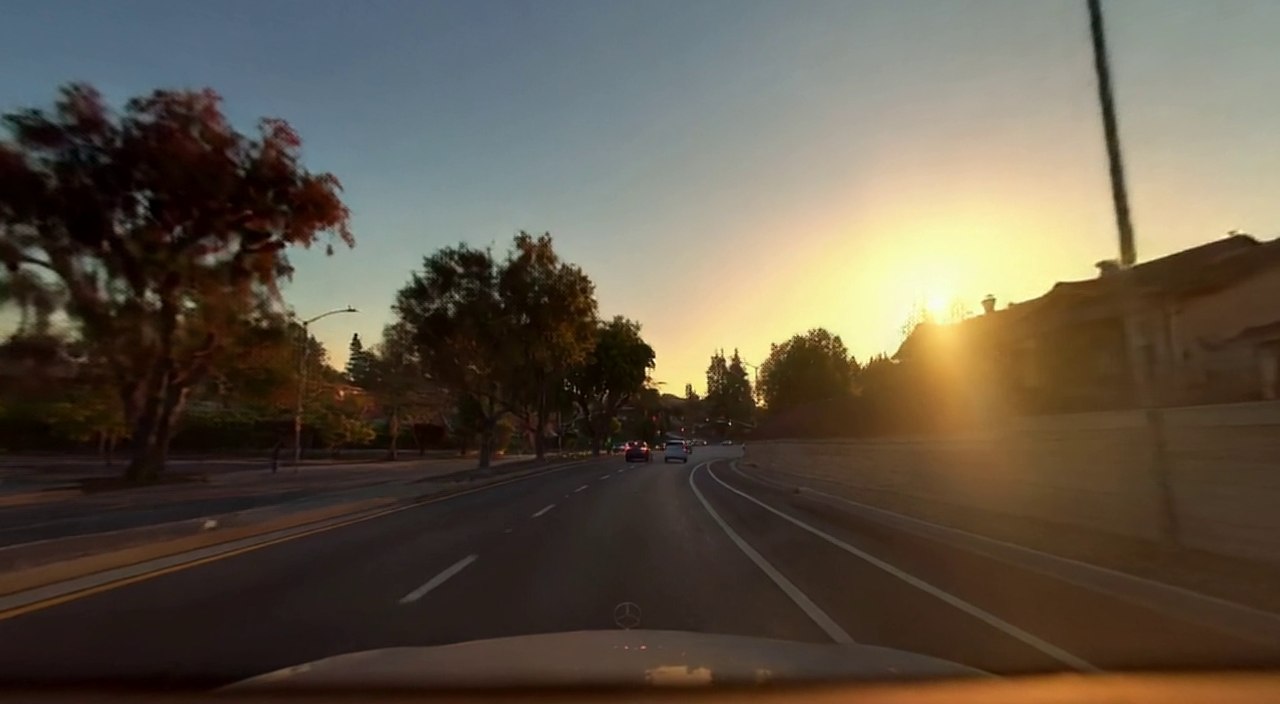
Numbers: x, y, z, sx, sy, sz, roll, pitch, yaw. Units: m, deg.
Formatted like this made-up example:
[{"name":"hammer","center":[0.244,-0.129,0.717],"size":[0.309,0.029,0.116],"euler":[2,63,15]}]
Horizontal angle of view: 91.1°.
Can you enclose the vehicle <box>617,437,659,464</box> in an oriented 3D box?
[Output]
[{"name":"vehicle","center":[-0.083,6.852,43.743],"size":[2.152,1.822,4.391],"euler":[-2,-9,11]}]
